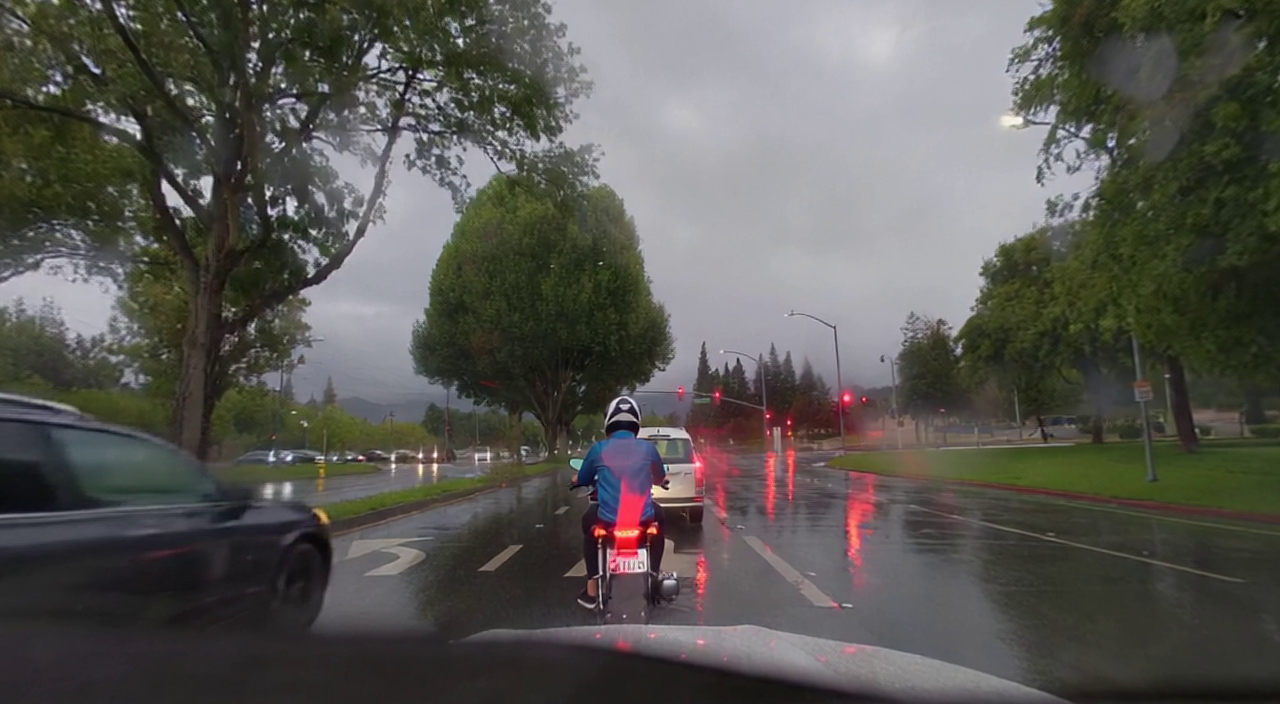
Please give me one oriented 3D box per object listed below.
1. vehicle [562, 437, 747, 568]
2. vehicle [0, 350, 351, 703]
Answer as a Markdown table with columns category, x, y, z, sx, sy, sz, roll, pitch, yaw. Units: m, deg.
| category | x | y | z | sx | sy | sz | roll | pitch | yaw |
| --- | --- | --- | --- | --- | --- | --- | --- | --- | --- |
| vehicle | 0.124 | 2.028 | 9.422 | 2.093 | 1.450 | 4.437 | 0 | -8 | -1 |
| vehicle | -3.309 | 0.852 | 2.393 | 2.056 | 1.647 | 5.045 | 0 | -8 | 0 |
